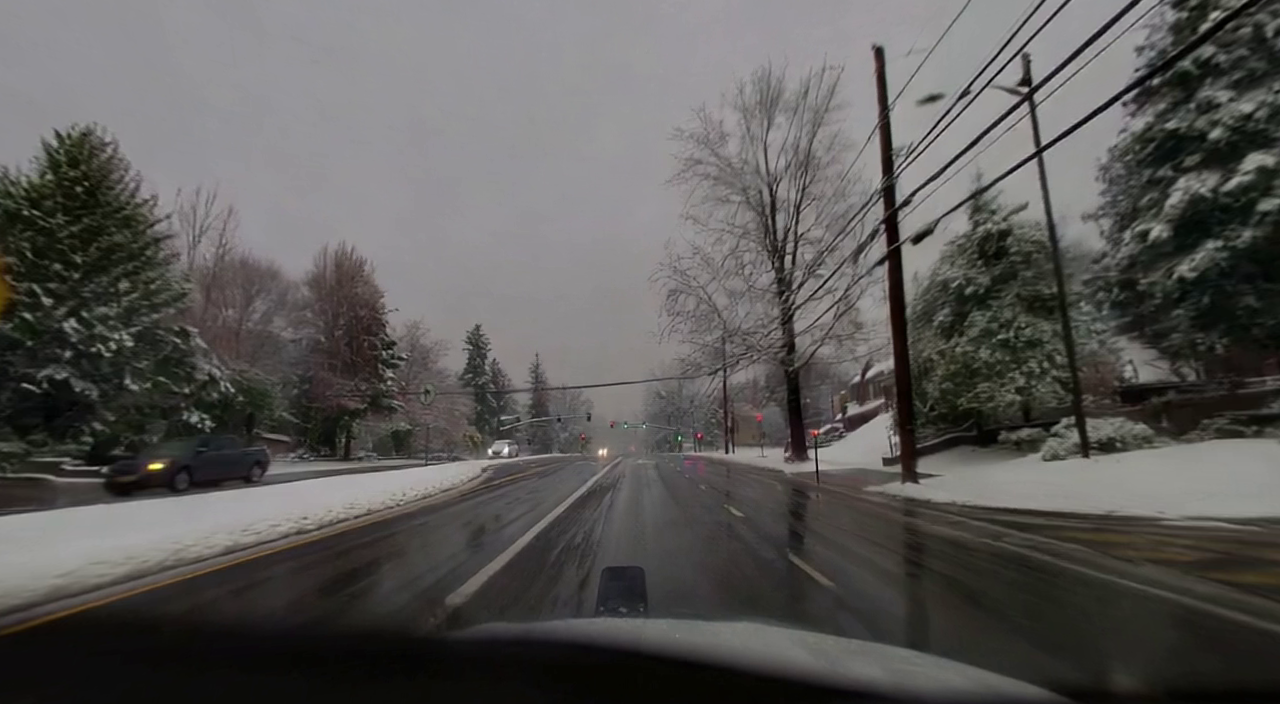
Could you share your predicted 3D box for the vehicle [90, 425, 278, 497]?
[{"bbox_3d":[-15.142,3.652,21.437,2.184,2.092,5.593,0,-9,0],"label":"vehicle"}]
